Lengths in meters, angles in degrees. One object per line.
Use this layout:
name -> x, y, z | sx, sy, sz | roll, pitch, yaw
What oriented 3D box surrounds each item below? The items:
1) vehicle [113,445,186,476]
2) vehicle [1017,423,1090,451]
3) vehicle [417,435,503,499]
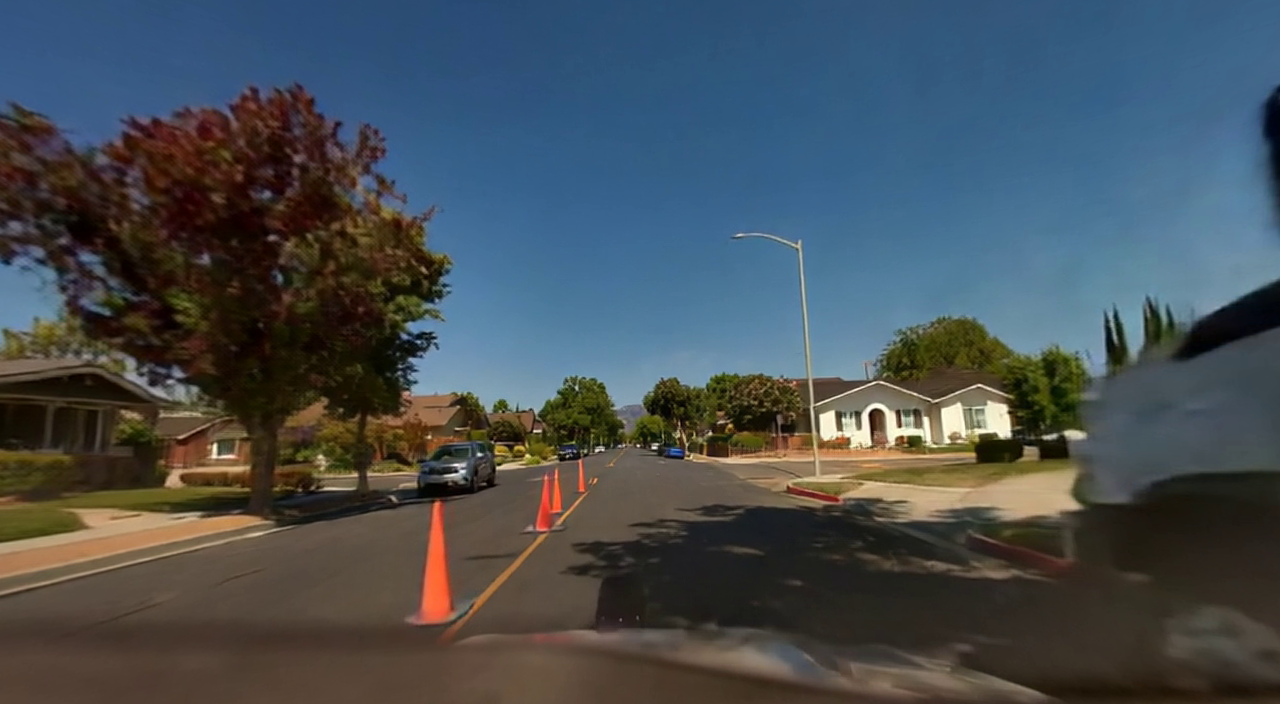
vehicle -> -35.917, 7.949, 46.433 | 1.821, 1.691, 4.510 | -3, -4, 0
vehicle -> 30.010, 6.132, 46.091 | 1.923, 1.805, 4.876 | -2, -6, -1
vehicle -> -6.046, 3.829, 21.708 | 2.087, 1.835, 4.445 | -2, -7, -6
